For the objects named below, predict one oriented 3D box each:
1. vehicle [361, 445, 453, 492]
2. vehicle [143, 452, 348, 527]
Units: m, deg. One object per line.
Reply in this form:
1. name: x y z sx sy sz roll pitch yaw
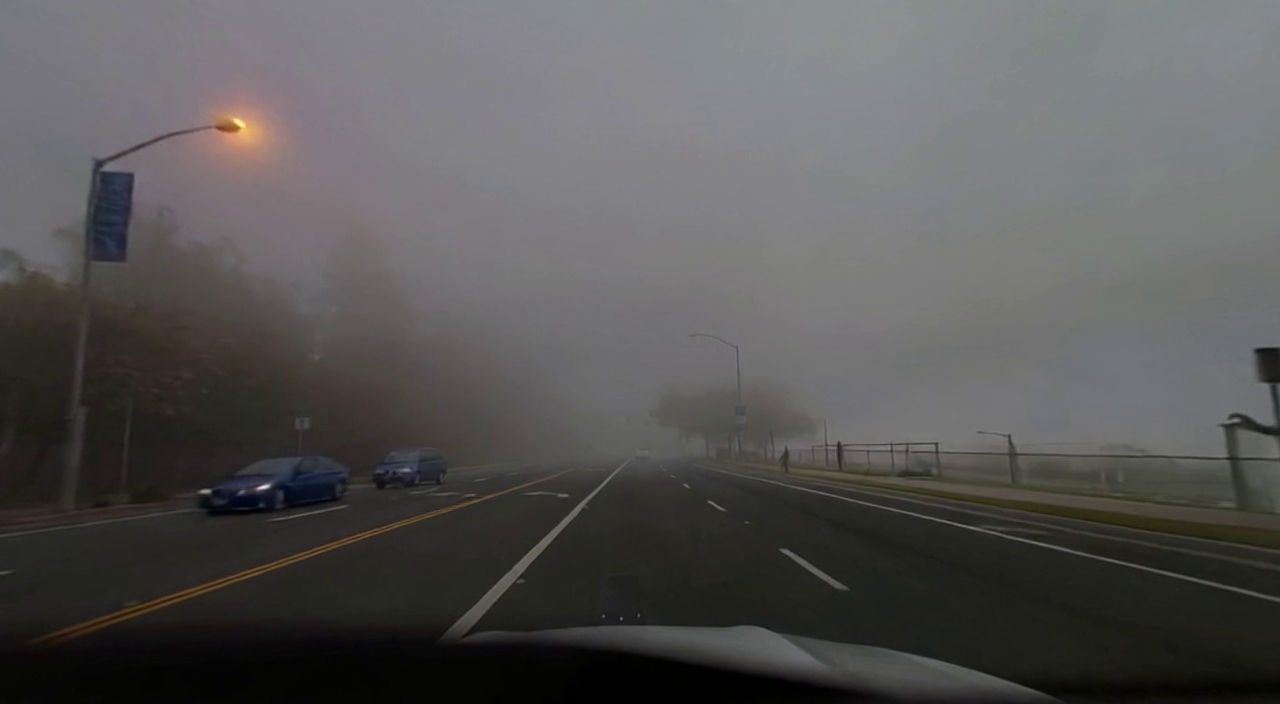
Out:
1. vehicle: -9.218 4.624 25.445 2.066 1.709 4.509 0 -9 -1
2. vehicle: -8.942 3.106 14.927 1.940 1.452 4.441 0 -9 1
